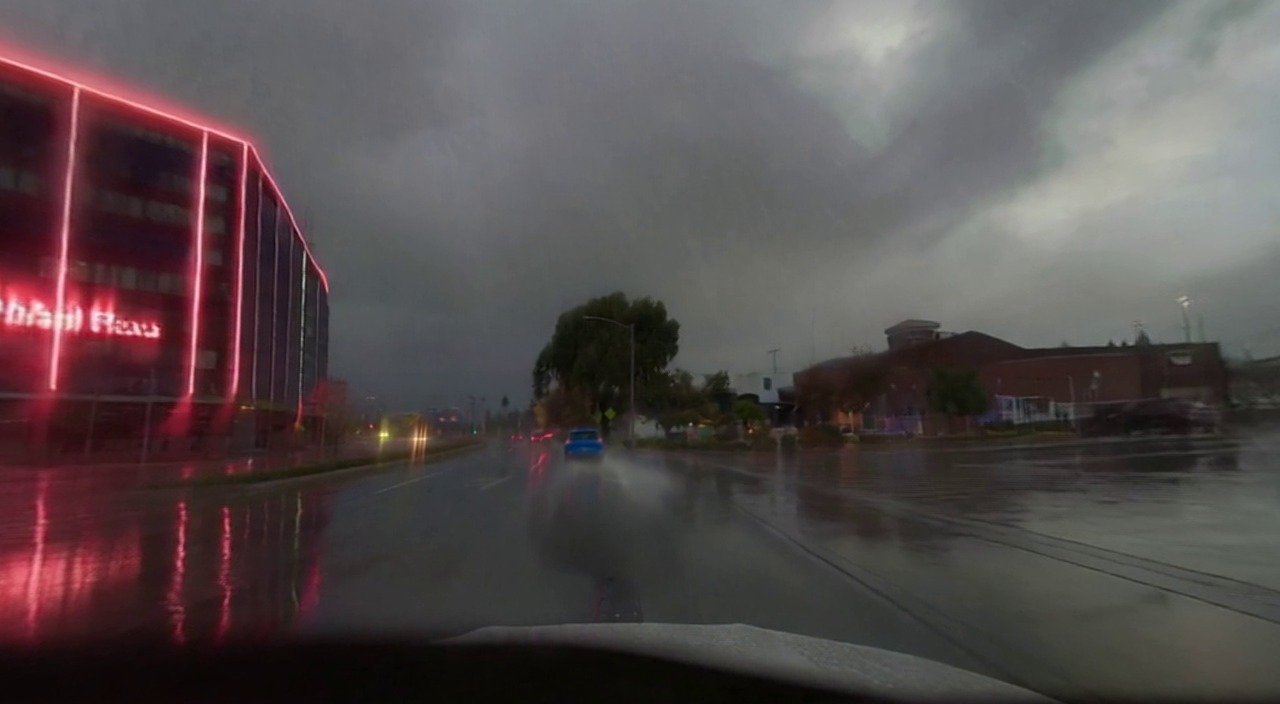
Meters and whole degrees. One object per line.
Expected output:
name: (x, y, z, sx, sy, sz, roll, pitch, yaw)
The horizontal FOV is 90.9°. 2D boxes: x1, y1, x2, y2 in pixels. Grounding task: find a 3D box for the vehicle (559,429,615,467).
vehicle: (-2.463, 4.263, 28.206, 2.231, 1.572, 4.227, 1, -8, -8)
